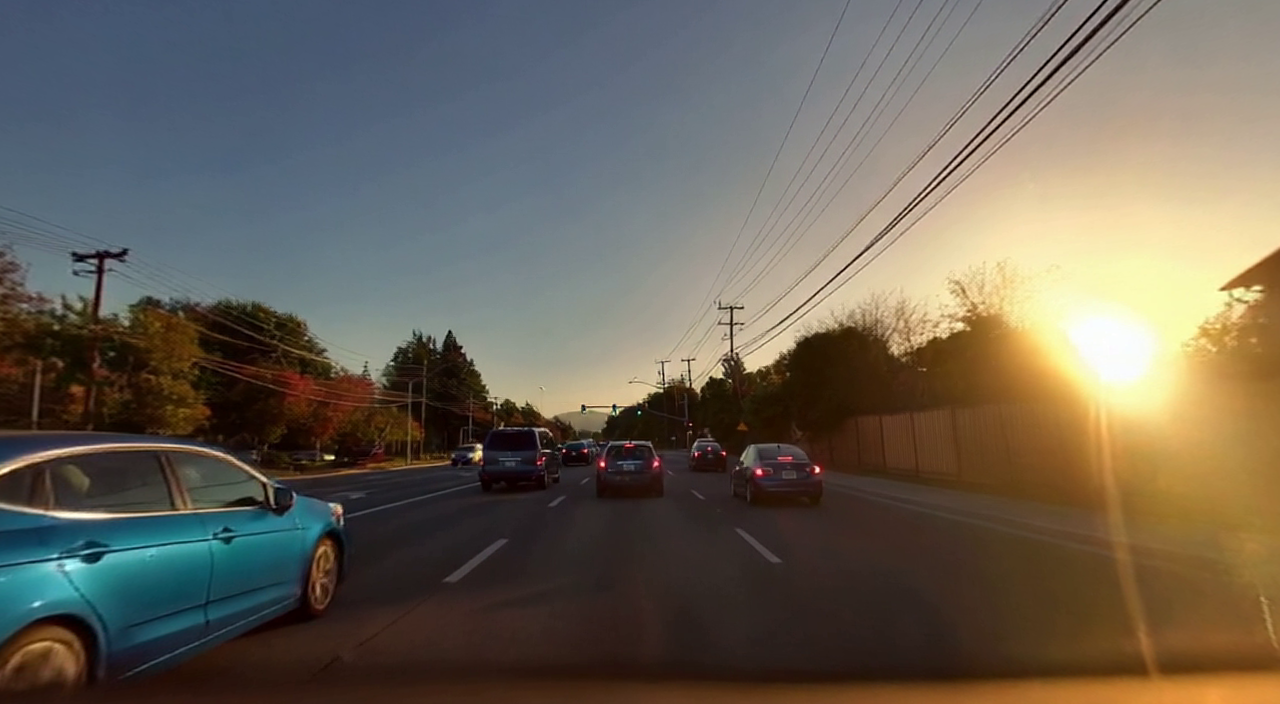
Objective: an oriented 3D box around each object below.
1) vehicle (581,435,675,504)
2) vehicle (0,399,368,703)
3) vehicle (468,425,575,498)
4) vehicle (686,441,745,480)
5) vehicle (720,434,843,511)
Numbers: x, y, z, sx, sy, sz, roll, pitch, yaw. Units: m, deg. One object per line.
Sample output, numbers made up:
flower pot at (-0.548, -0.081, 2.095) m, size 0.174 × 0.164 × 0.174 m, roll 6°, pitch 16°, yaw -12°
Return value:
vehicle at (-0.267, 2.910, 16.008) m, size 2.097 × 1.511 × 3.809 m, roll 0°, pitch -9°, yaw 0°
vehicle at (-3.310, 1.017, 3.039) m, size 2.004 × 1.454 × 4.349 m, roll 0°, pitch -9°, yaw 1°
vehicle at (-3.262, 3.140, 18.459) m, size 2.092 × 1.839 × 4.736 m, roll 0°, pitch -9°, yaw 1°
vehicle at (3.102, 4.553, 26.782) m, size 1.878 × 1.479 × 4.461 m, roll 0°, pitch -9°, yaw -1°
vehicle at (3.058, 2.681, 14.482) m, size 1.880 × 1.521 × 3.724 m, roll 0°, pitch -9°, yaw -1°
